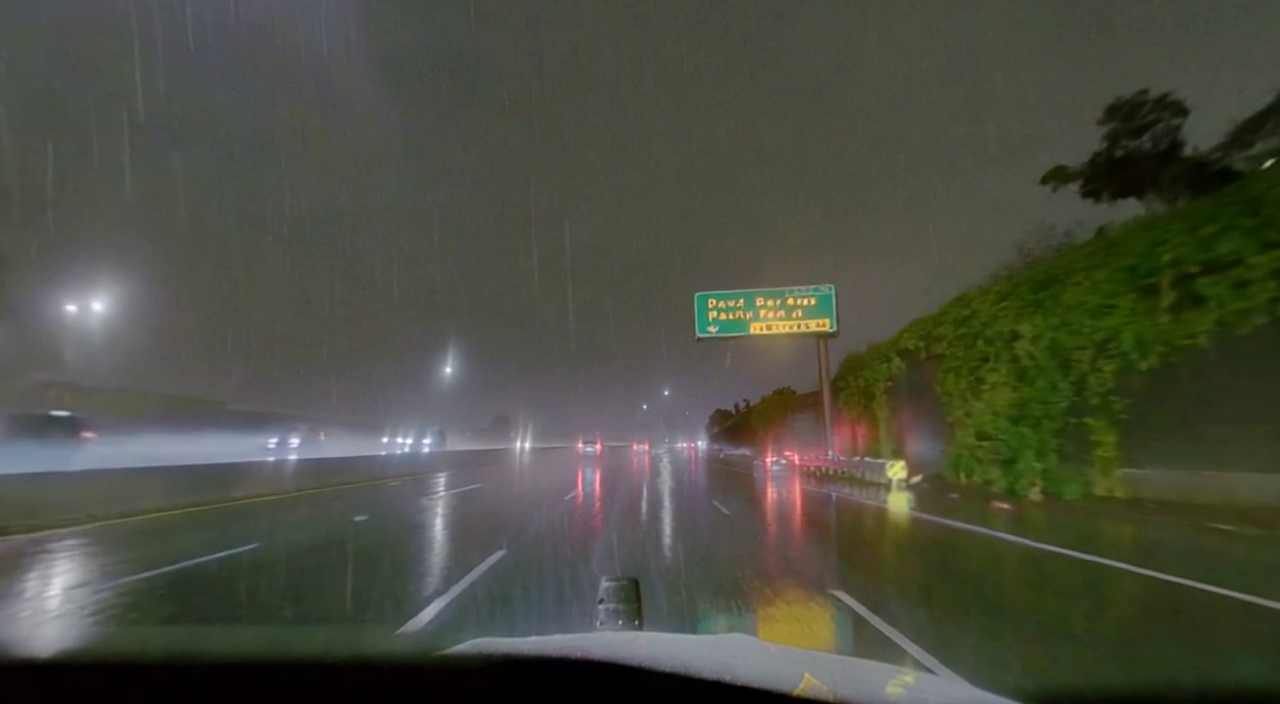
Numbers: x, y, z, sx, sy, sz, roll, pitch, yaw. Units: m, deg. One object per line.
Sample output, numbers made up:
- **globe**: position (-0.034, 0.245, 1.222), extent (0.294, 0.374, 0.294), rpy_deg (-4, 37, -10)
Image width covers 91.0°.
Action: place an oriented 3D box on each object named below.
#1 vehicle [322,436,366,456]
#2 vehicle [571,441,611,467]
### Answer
- **vehicle**: position (-22.190, 7.072, 47.319), extent (1.576, 1.373, 3.447), rpy_deg (0, -8, 2)
- **vehicle**: position (-3.034, 6.445, 40.021), extent (2.088, 1.565, 4.410), rpy_deg (0, -8, 2)
